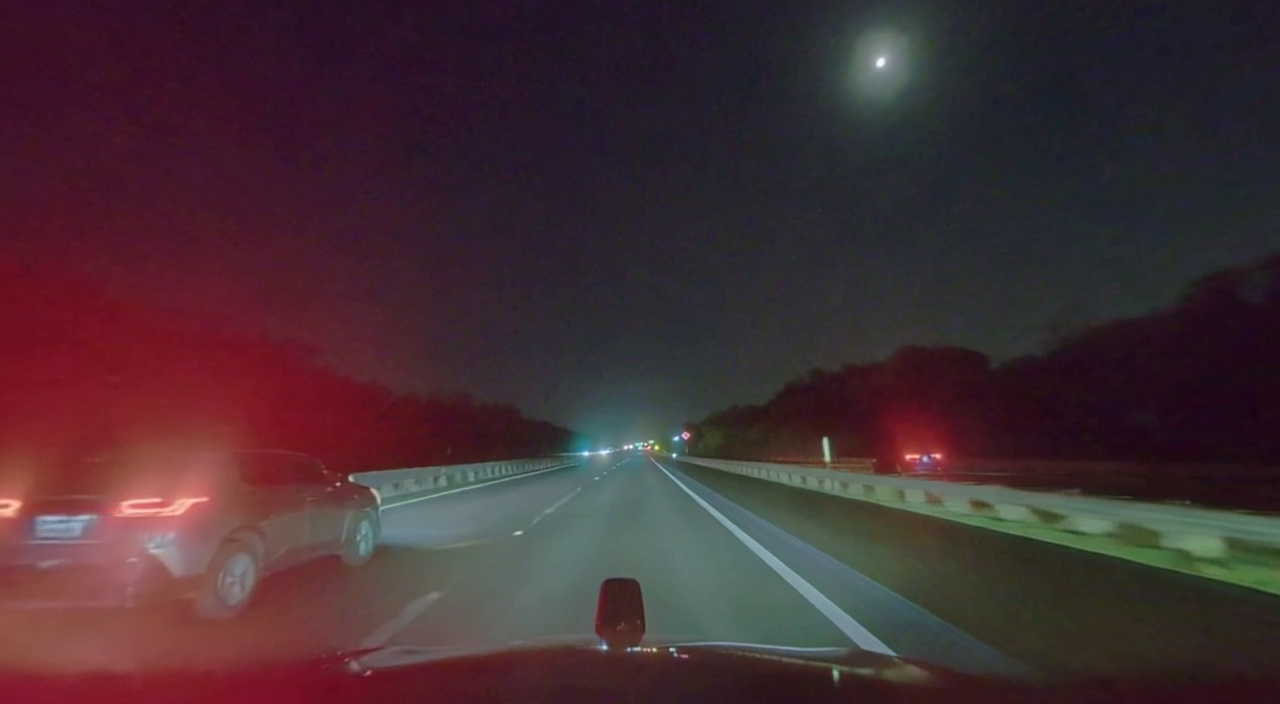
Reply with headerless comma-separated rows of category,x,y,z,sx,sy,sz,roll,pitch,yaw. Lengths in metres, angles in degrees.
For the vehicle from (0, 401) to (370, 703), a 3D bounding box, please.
vehicle,-4.070,1.380,5.214,1.844,1.620,4.142,0,-9,0
